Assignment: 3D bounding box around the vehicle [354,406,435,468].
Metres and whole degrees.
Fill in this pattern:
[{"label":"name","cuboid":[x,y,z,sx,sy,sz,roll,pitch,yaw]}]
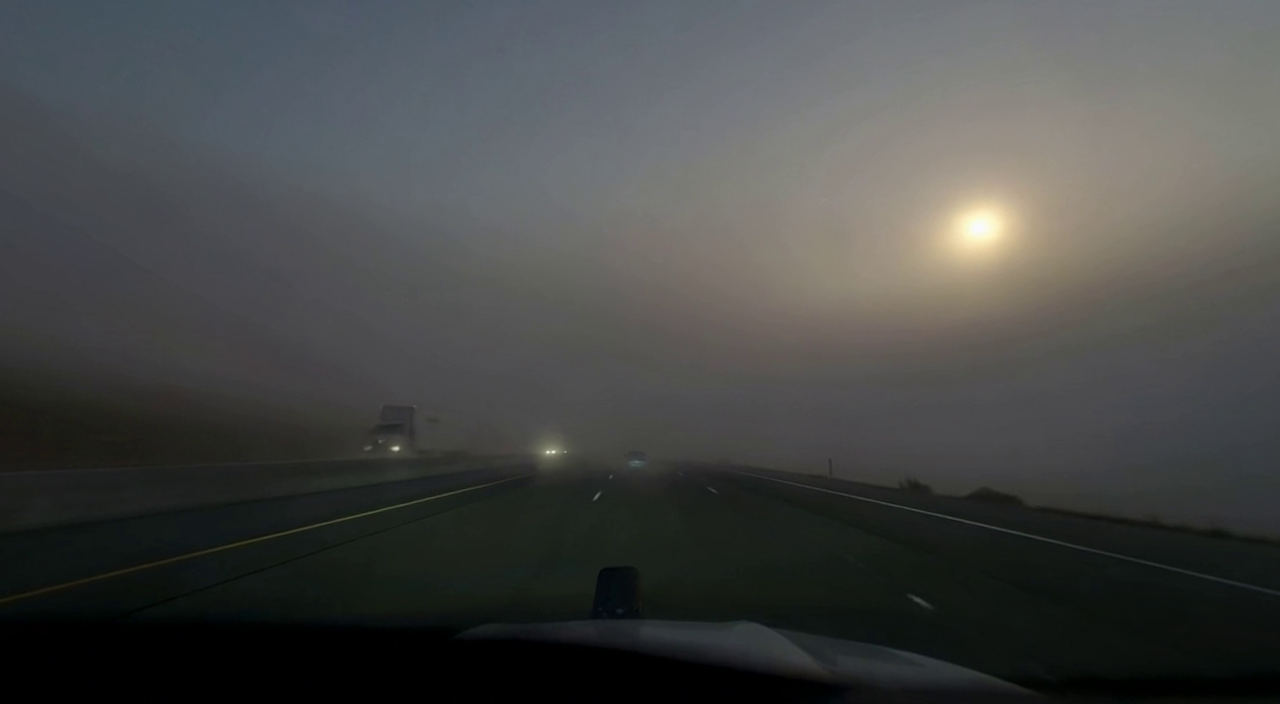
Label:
[{"label":"vehicle","cuboid":[-16.687,5.884,43.371,3.245,3.939,5.841,0,-9,-2]}]
